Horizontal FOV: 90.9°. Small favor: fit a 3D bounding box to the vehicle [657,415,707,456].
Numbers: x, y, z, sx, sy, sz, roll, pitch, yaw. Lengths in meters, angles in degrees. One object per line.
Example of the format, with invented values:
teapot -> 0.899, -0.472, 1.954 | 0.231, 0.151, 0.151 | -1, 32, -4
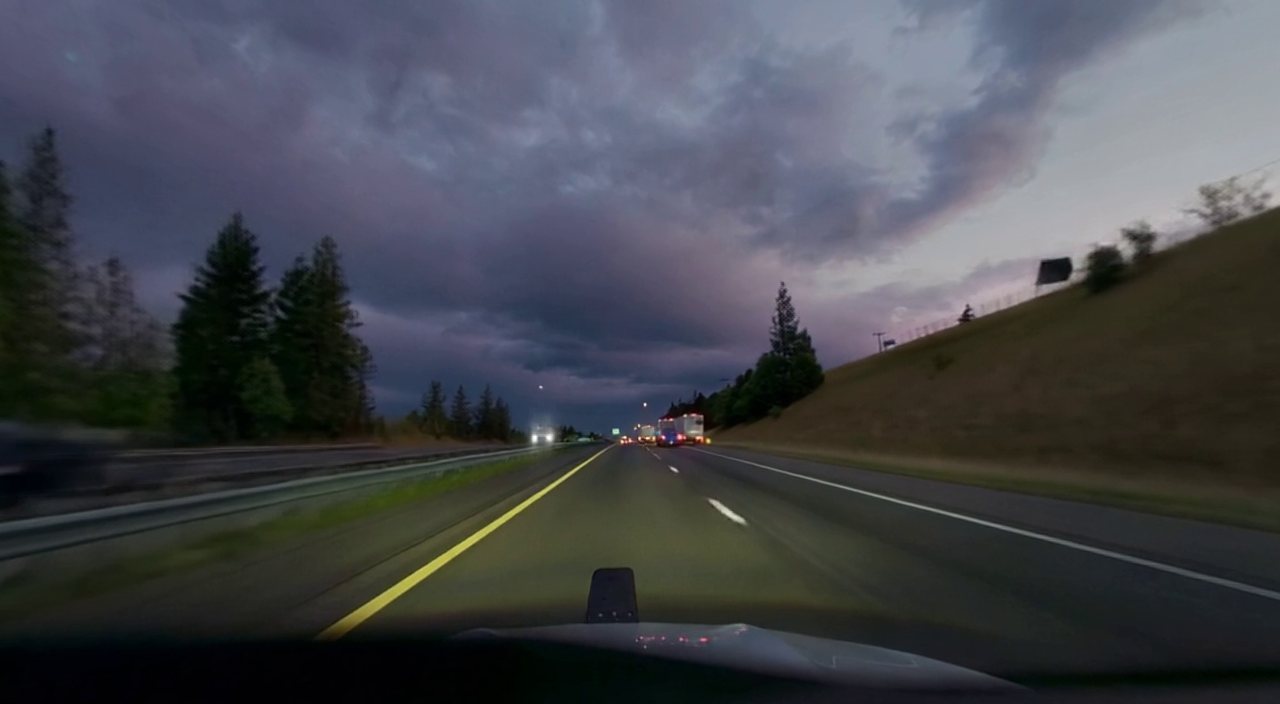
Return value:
vehicle -> 2.830, 5.939, 44.669 | 2.821, 2.673, 6.205 | 0, -8, -3
